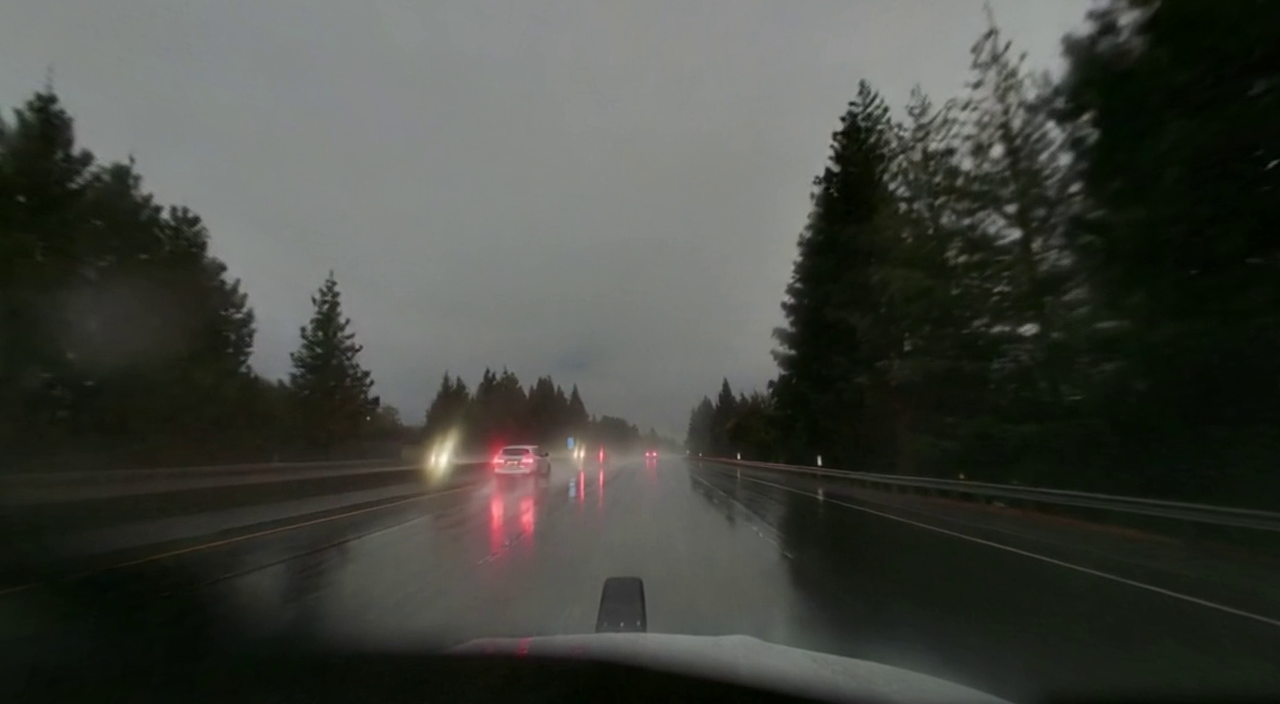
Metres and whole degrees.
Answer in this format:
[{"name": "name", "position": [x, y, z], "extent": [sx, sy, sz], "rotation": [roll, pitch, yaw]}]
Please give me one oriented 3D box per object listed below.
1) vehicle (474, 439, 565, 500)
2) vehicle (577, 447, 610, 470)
[{"name": "vehicle", "position": [-3.476, 3.467, 19.001], "extent": [1.846, 1.600, 4.108], "rotation": [0, -9, 1]}, {"name": "vehicle", "position": [-3.307, 7.624, 45.384], "extent": [1.996, 1.565, 4.159], "rotation": [0, -9, 1]}]
